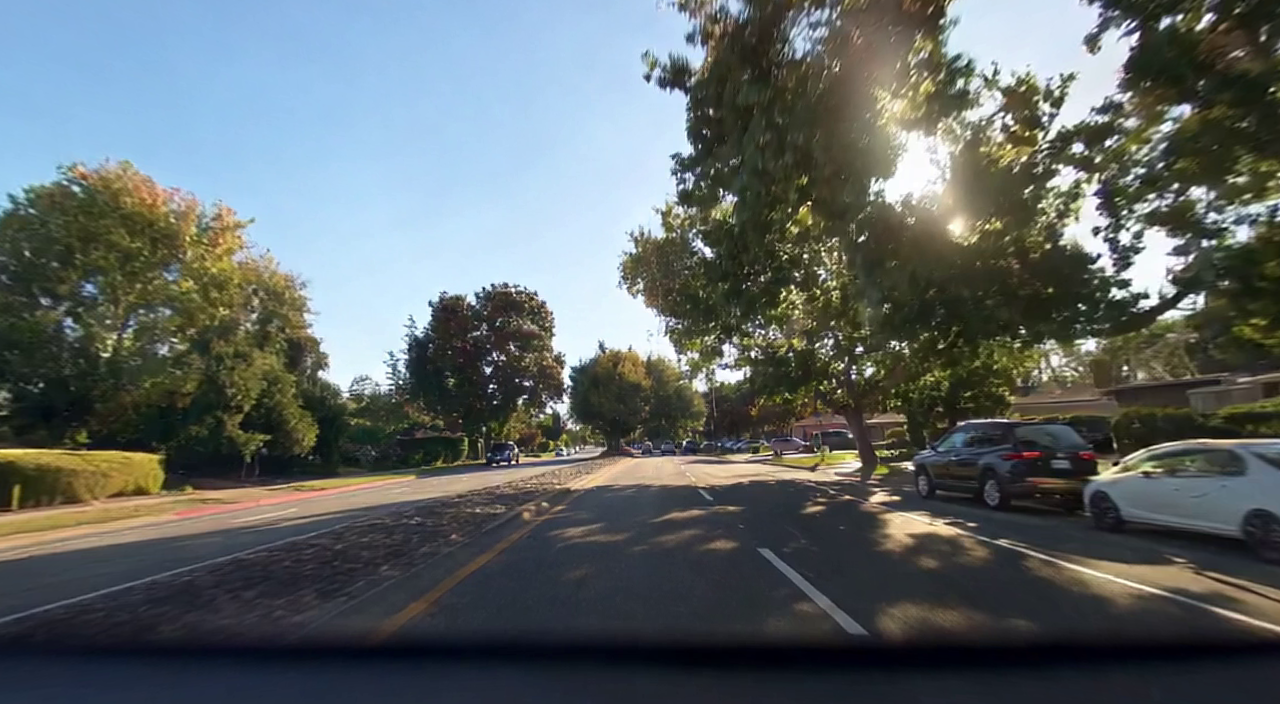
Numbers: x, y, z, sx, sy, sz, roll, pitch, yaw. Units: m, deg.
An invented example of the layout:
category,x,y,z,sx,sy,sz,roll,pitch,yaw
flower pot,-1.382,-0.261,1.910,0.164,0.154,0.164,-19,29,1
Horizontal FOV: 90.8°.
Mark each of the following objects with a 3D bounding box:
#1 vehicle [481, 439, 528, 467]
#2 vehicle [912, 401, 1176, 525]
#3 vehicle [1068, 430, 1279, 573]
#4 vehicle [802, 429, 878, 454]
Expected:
category,x,y,z,sx,sy,sz,roll,pitch,yaw
vehicle,-10.559,7.956,49.537,2.347,1.960,5.167,-2,-10,2
vehicle,7.470,2.110,12.497,2.040,1.970,4.753,0,-8,0
vehicle,7.474,1.643,7.259,1.903,1.439,4.508,0,-8,-1
vehicle,14.295,6.432,45.371,4.793,1.744,2.055,0,-8,1
